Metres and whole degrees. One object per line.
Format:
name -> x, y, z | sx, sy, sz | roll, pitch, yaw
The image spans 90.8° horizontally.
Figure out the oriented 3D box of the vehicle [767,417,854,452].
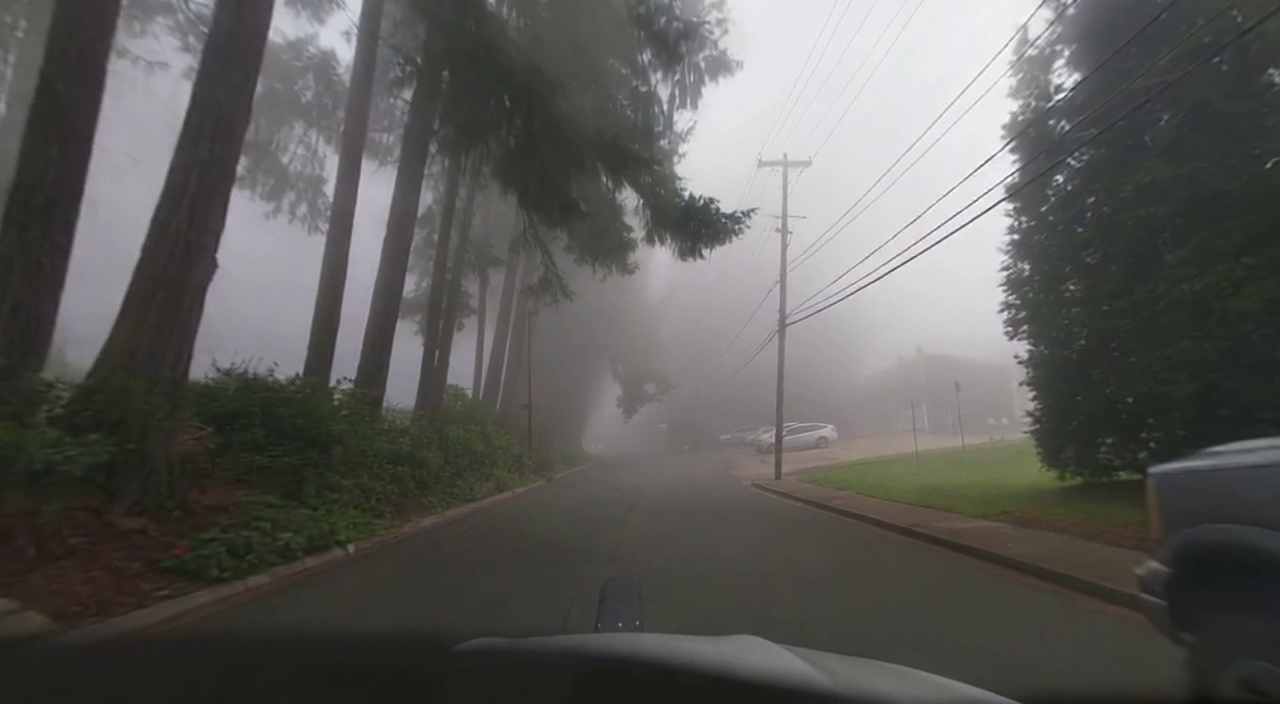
vehicle -> 10.303, 5.042, 38.299 | 4.780, 1.984, 1.896 | 4, -9, -19
